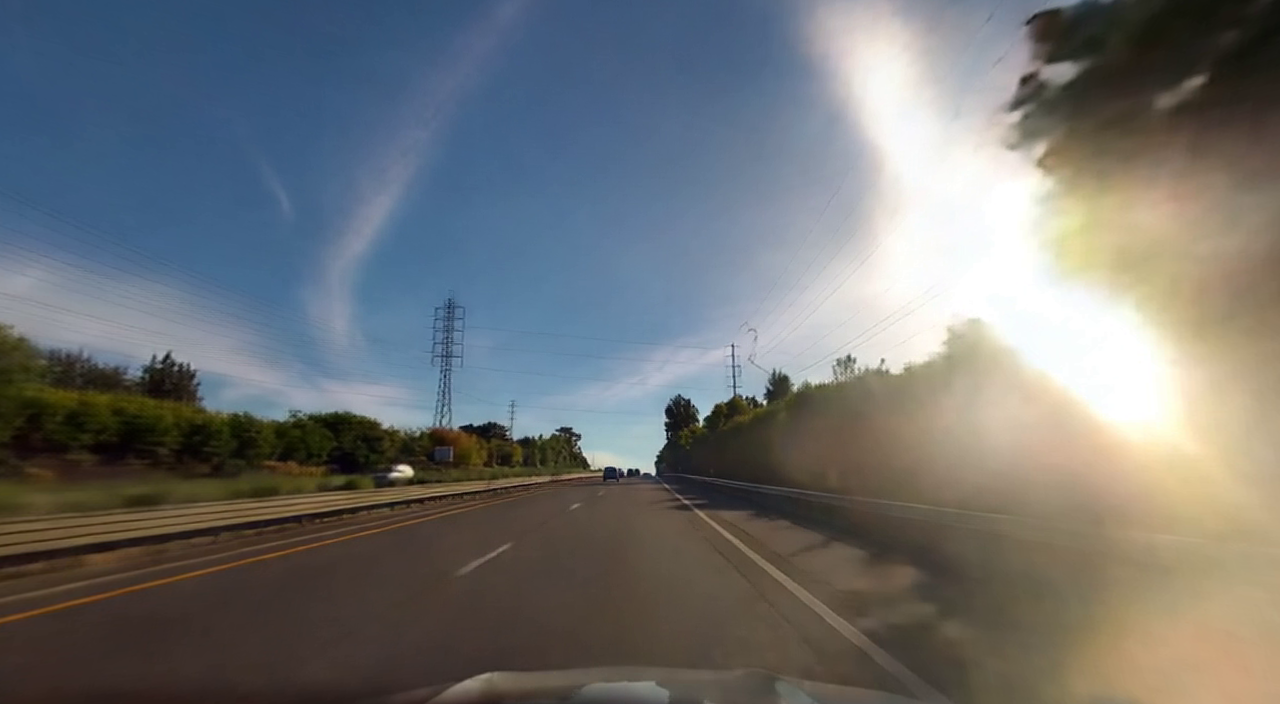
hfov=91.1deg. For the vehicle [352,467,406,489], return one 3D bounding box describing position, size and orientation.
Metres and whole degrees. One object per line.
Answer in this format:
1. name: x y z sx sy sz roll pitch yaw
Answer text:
1. vehicle: -19.894 9.619 48.094 1.957 1.599 4.666 0 -11 1
